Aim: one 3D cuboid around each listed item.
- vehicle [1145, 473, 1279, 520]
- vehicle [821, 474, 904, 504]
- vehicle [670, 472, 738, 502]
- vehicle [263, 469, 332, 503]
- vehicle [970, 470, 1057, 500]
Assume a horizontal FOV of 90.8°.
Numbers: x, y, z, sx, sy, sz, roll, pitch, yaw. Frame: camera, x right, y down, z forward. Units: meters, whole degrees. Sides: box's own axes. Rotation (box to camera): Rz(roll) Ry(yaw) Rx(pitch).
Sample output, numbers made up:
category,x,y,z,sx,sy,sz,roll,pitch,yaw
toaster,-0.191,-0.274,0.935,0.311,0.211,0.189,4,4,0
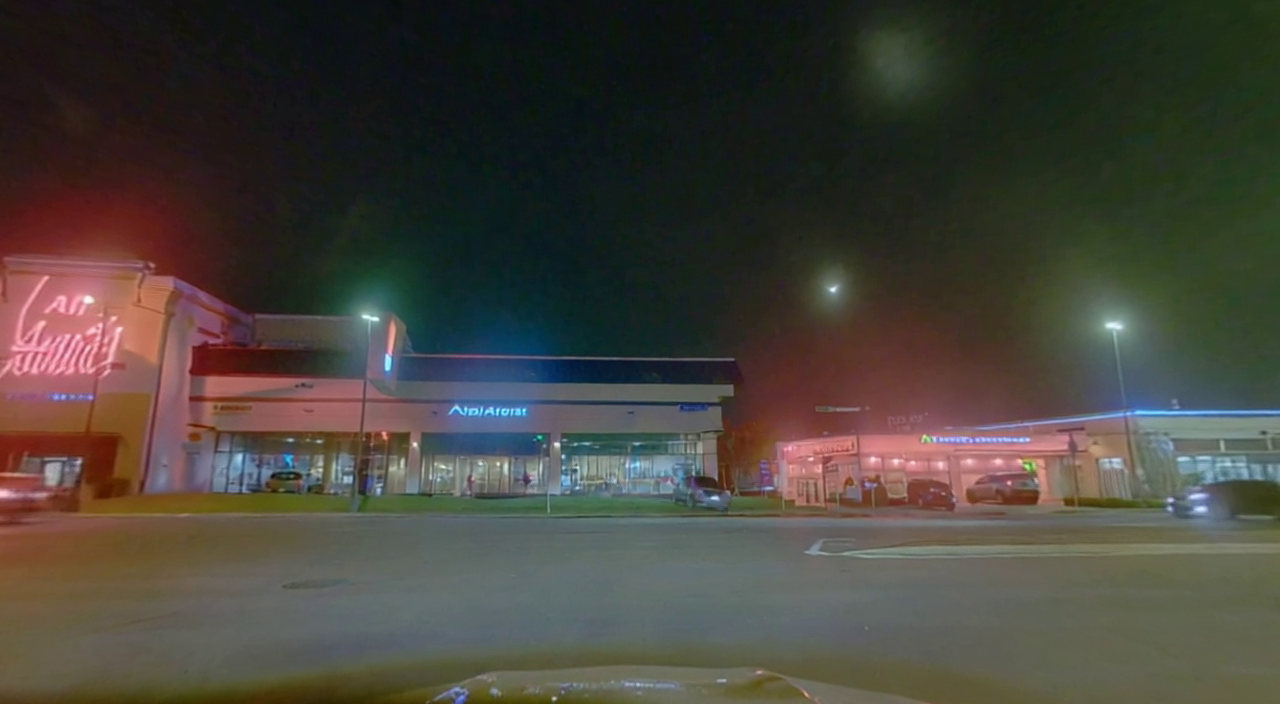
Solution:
category,x,y,z,sx,sy,sz,roll,pitch,yaw
vehicle,20.427,4.949,21.813,4.418,1.467,1.846,1,-9,-3
vehicle,13.132,8.111,37.637,1.791,1.453,4.593,5,-10,-28
vehicle,3.751,8.040,37.840,1.812,1.468,4.519,5,-10,-28
vehicle,-19.867,7.711,36.597,4.596,1.680,1.936,-8,-12,41
vehicle,25.906,9.209,43.925,4.838,1.799,1.914,-7,-11,39
